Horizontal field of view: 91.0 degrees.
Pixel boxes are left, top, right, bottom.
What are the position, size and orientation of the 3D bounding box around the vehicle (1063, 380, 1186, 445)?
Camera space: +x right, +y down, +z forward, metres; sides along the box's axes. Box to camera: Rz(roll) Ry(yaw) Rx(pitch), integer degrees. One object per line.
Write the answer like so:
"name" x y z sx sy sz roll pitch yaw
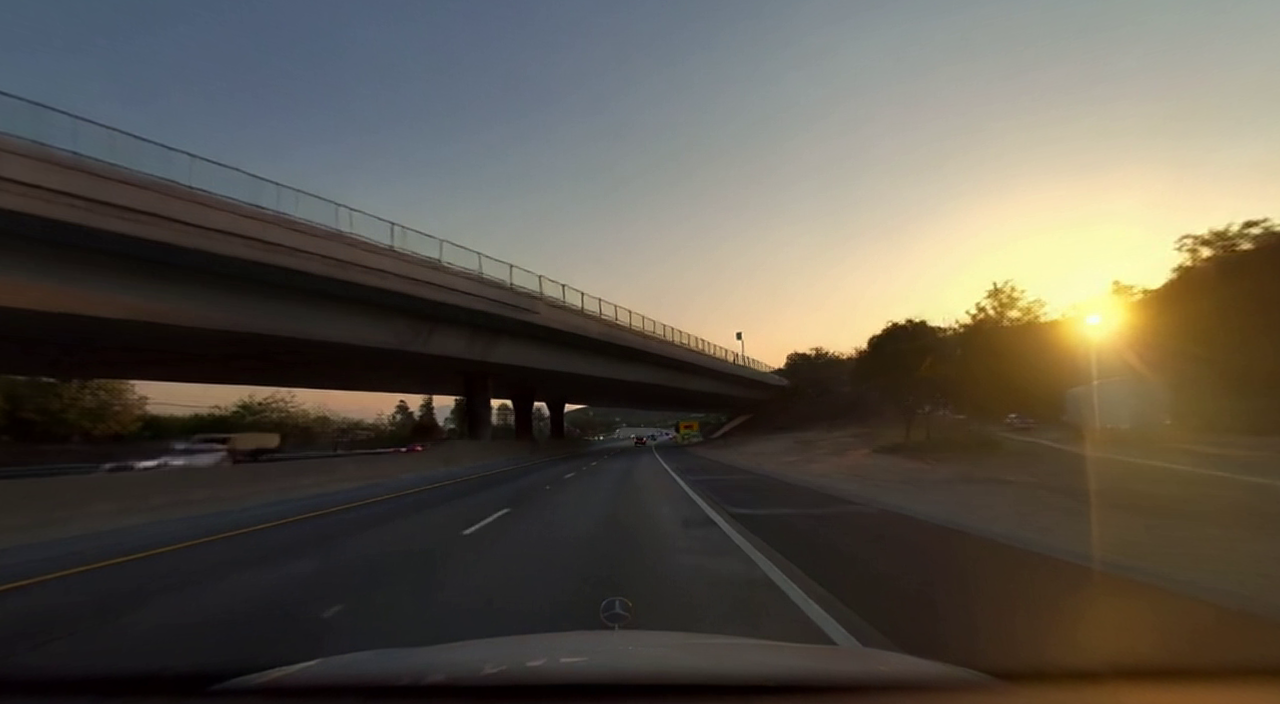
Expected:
"vehicle" 30.944 4.238 41.109 2.816 3.490 14.735 -4 -9 24
